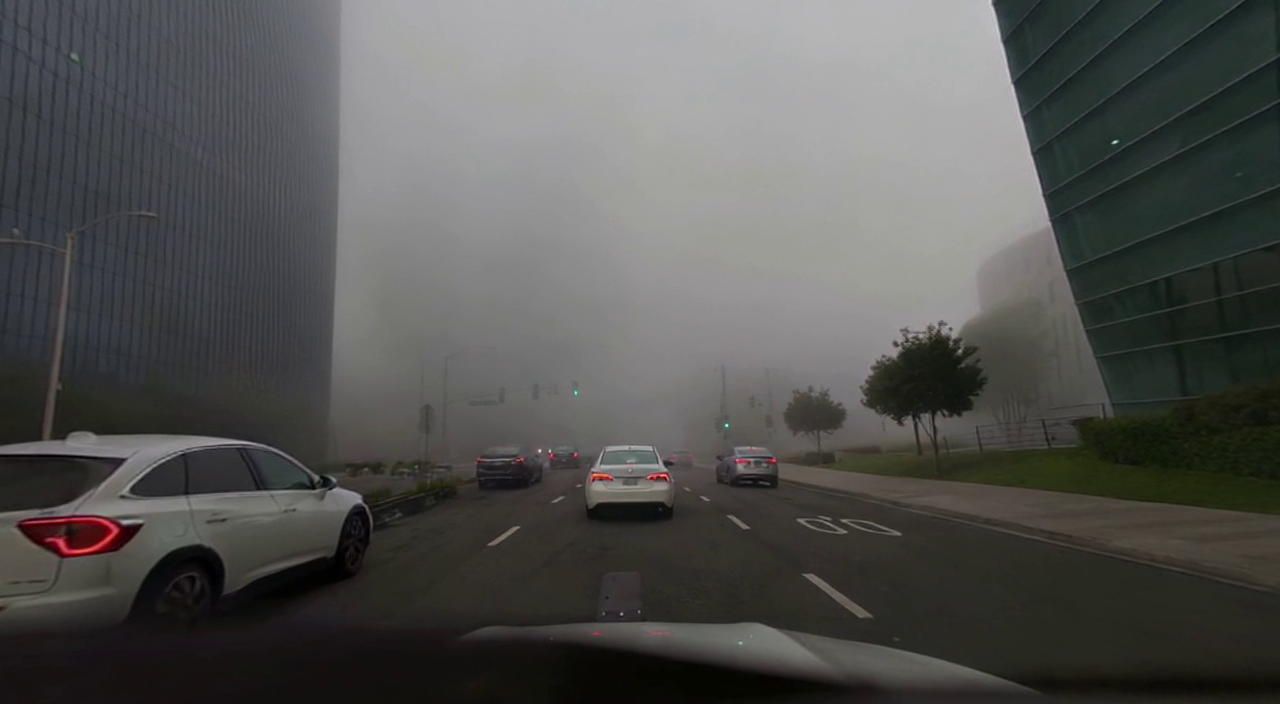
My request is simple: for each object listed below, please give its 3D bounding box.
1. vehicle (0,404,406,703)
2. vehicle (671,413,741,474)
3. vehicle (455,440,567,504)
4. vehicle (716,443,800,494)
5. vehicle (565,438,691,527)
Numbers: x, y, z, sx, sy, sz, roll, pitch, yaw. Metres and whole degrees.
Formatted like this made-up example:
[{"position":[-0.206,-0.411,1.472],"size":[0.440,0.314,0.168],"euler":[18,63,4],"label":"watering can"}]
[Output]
[{"position":[-3.630,1.318,5.065],"size":[1.933,1.520,4.195],"euler":[0,-9,-1],"label":"vehicle"},{"position":[3.917,5.934,40.709],"size":[3.074,3.316,12.953],"euler":[0,-9,0],"label":"vehicle"},{"position":[-3.351,3.217,17.405],"size":[2.044,1.508,4.479],"euler":[0,-9,1],"label":"vehicle"},{"position":[3.858,3.879,21.339],"size":[1.940,1.514,4.187],"euler":[0,-9,-1],"label":"vehicle"},{"position":[-0.165,2.575,13.089],"size":[2.174,1.509,4.374],"euler":[0,-9,1],"label":"vehicle"}]
